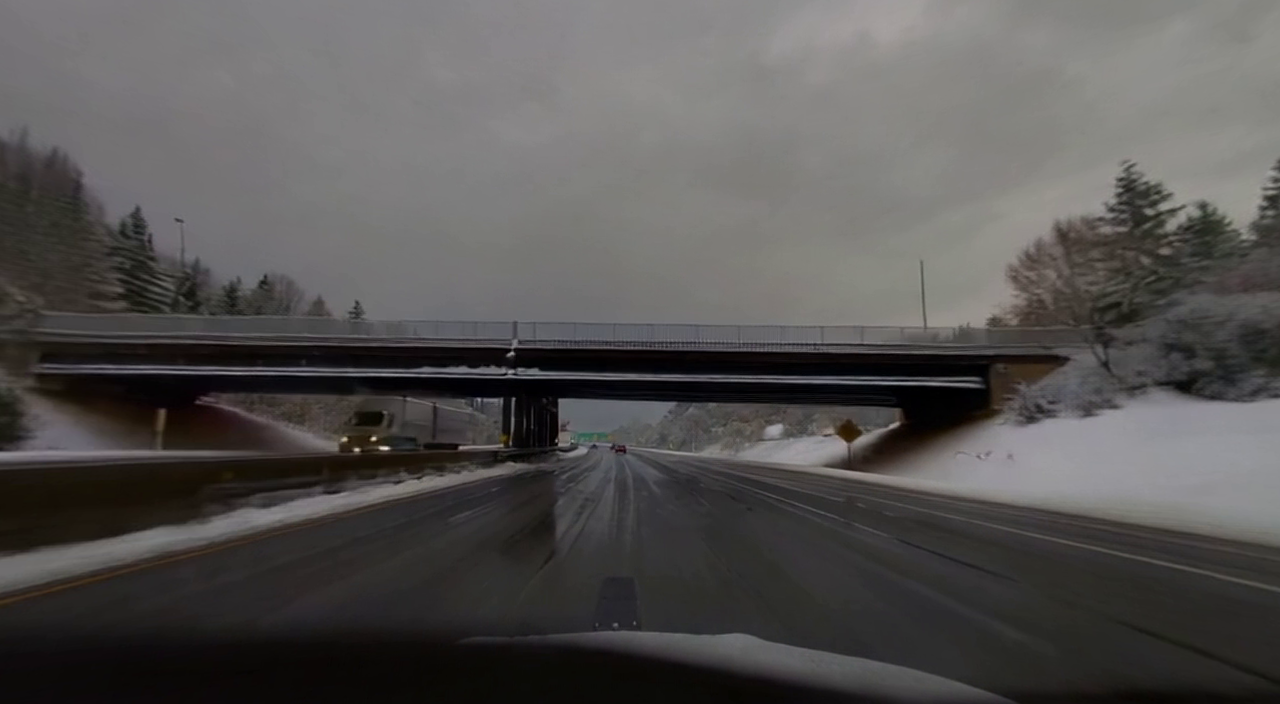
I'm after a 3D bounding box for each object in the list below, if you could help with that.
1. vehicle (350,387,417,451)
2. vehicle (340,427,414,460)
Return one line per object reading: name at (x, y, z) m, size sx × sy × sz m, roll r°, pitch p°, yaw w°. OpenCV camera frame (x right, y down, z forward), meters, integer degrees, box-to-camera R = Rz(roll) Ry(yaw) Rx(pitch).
vehicle at (-17.506, 4.683, 43.041) m, size 2.975 × 3.969 × 3.953 m, roll -3°, pitch -10°, yaw -2°
vehicle at (-13.075, 4.624, 31.445) m, size 1.932 × 1.533 × 4.143 m, roll 0°, pitch -9°, yaw -1°
